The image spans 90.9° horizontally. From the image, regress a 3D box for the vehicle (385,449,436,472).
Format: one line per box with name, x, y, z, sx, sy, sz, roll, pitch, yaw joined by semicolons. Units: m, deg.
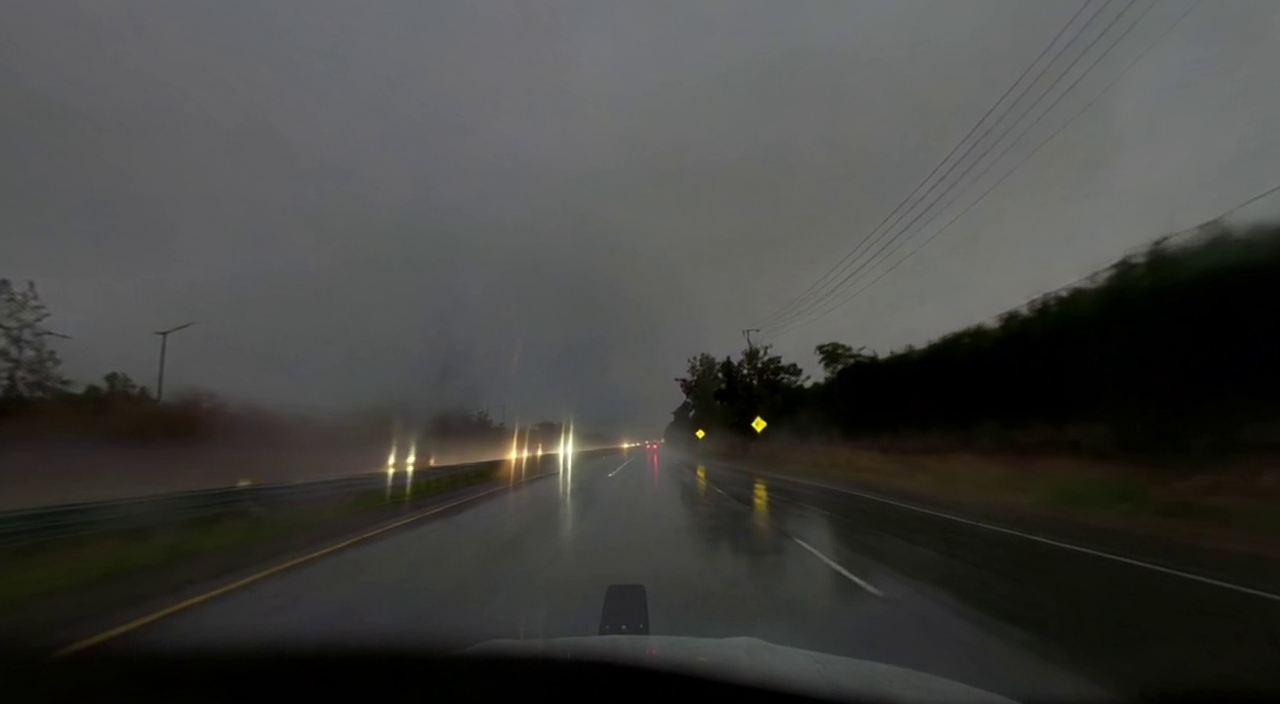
vehicle;-16.743;7.935;46.314;1.904;1.490;4.703;-1;-8;1
